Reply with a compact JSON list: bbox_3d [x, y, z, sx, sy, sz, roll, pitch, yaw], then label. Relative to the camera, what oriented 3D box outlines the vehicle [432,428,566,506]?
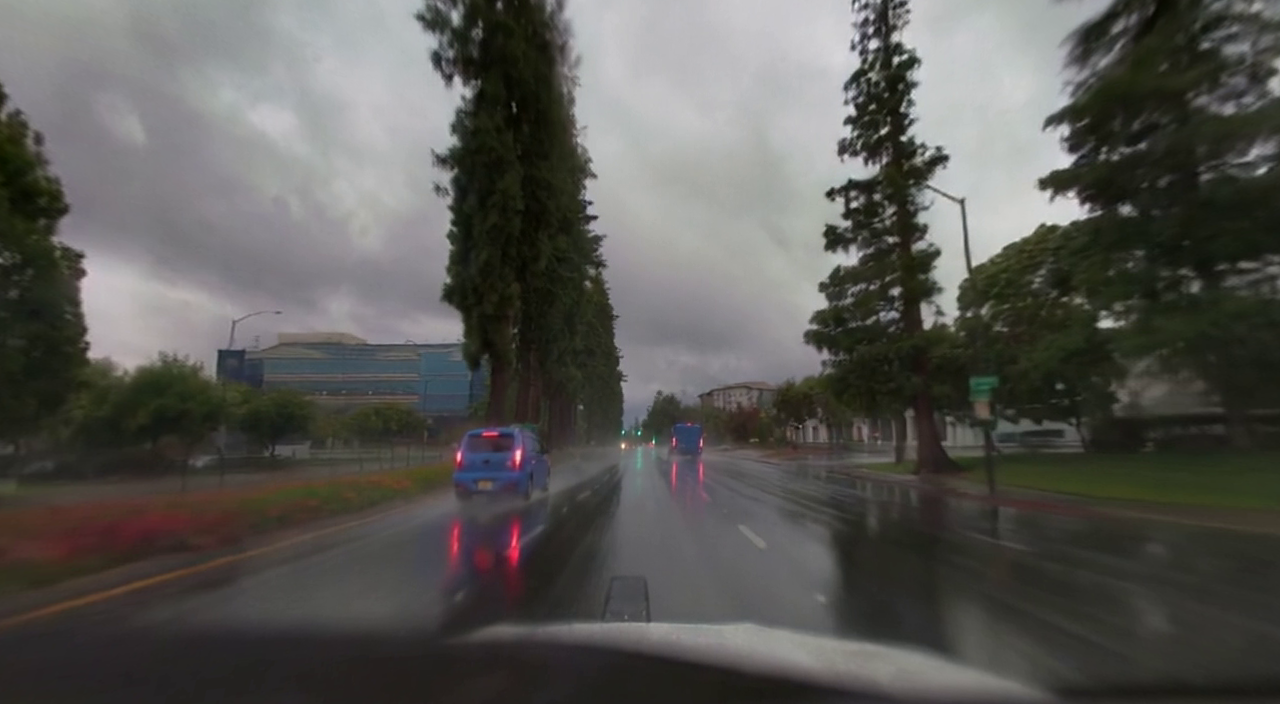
[{"bbox_3d":[-3.192,2.715,15.368,2.129,1.602,4.532,0,-8,1],"label":"vehicle"}]

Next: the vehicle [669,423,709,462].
[{"bbox_3d":[3.556,6.748,46.967,2.349,2.671,5.744,0,-8,-1],"label":"vehicle"}]
